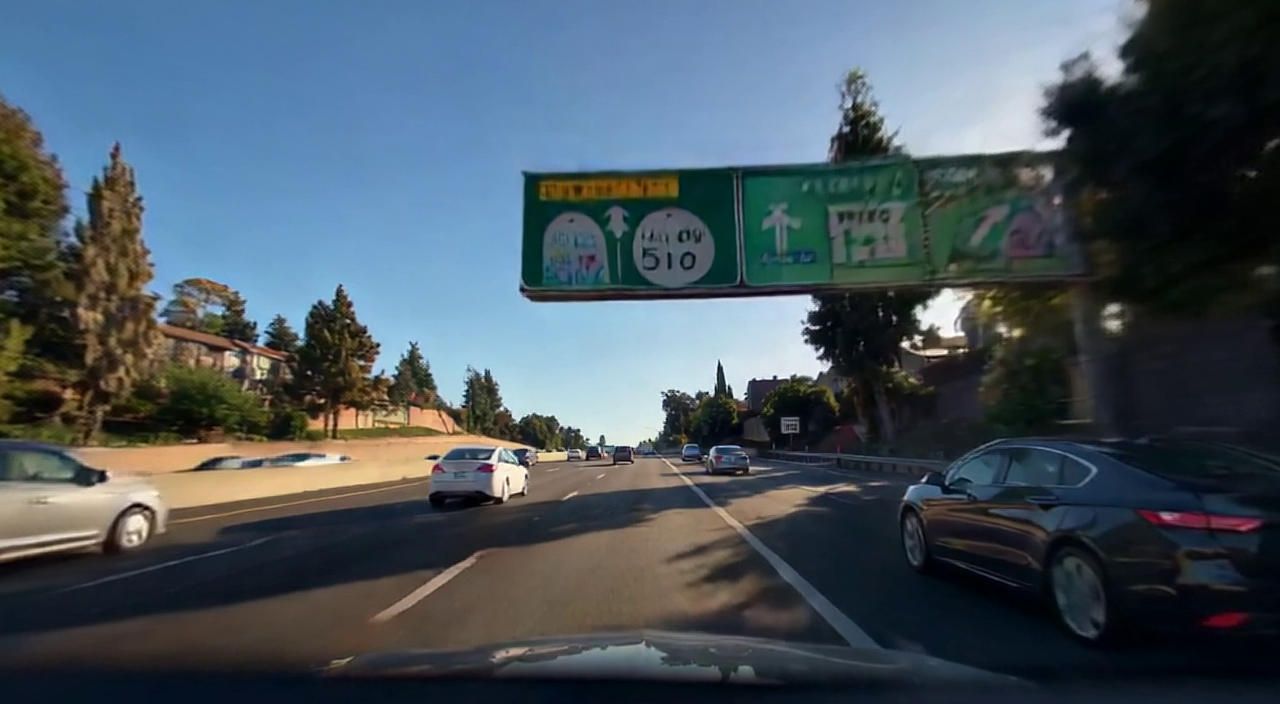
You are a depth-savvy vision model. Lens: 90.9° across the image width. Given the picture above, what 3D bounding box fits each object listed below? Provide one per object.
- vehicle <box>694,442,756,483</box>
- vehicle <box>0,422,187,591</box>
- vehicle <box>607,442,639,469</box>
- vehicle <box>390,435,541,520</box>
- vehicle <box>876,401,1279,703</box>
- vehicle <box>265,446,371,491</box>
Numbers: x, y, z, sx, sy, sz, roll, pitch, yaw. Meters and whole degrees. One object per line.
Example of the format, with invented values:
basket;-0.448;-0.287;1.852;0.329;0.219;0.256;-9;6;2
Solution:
vehicle;3.263;4.304;24.874;1.854;1.438;3.954;0;-8;-1
vehicle;-7.445;1.604;6.654;2.057;1.681;4.277;0;-8;1
vehicle;-1.188;7.208;44.212;2.183;1.764;4.134;0;-8;-1
vehicle;-3.653;2.707;14.178;2.136;1.571;4.285;0;-8;1
vehicle;3.605;1.275;4.829;1.912;1.509;4.291;0;-8;0
vehicle;-12.543;4.515;24.914;1.874;1.593;4.281;0;-8;1
